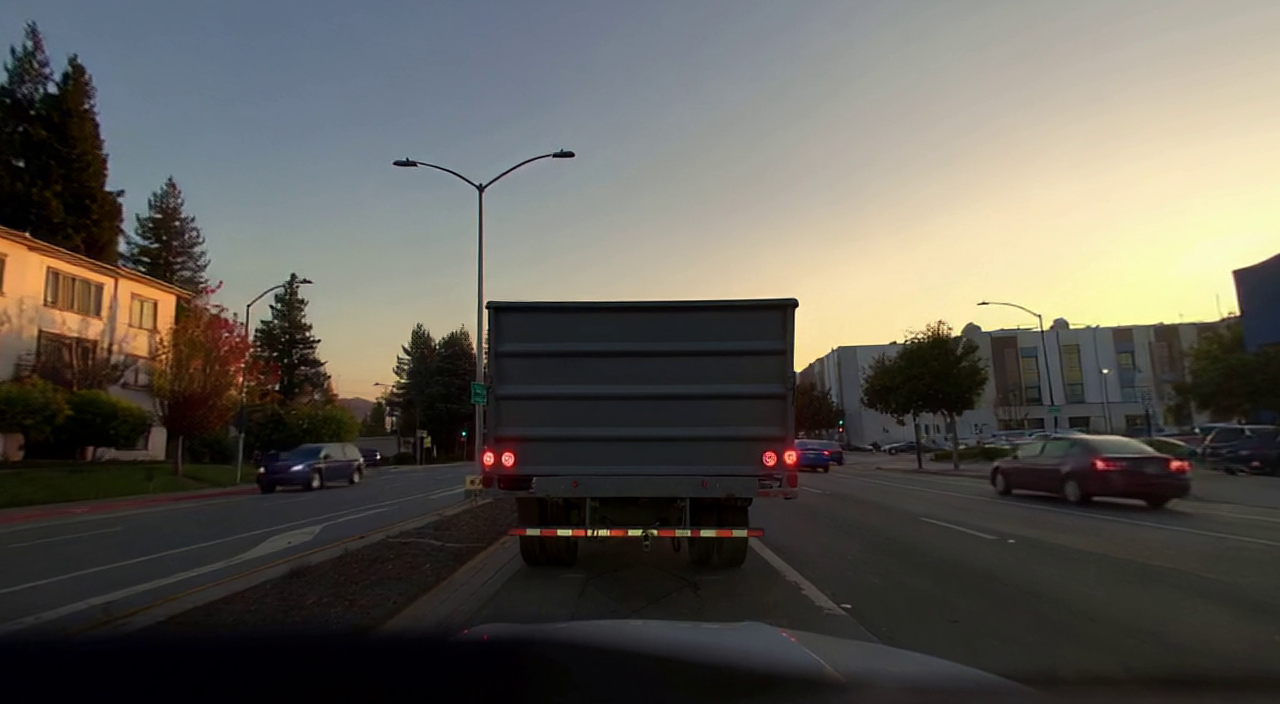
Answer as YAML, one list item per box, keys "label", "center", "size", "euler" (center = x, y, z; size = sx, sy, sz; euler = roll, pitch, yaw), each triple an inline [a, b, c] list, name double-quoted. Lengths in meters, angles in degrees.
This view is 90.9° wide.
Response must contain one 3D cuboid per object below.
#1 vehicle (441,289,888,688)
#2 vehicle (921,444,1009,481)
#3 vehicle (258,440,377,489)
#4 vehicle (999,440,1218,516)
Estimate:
- label: "vehicle"
  center: [0.287, 1.303, 7.374]
  size: [2.650, 2.391, 7.008]
  euler: [-1, -8, 3]
- label: "vehicle"
  center: [14.169, 4.804, 27.761]
  size: [1.777, 1.488, 4.081]
  euler: [-1, -8, 1]
- label: "vehicle"
  center: [-14.325, 5.004, 28.580]
  size: [2.218, 1.926, 5.753]
  euler: [-1, -8, 2]
- label: "vehicle"
  center: [10.350, 2.776, 14.427]
  size: [1.907, 1.465, 4.077]
  euler: [-1, -8, 1]
